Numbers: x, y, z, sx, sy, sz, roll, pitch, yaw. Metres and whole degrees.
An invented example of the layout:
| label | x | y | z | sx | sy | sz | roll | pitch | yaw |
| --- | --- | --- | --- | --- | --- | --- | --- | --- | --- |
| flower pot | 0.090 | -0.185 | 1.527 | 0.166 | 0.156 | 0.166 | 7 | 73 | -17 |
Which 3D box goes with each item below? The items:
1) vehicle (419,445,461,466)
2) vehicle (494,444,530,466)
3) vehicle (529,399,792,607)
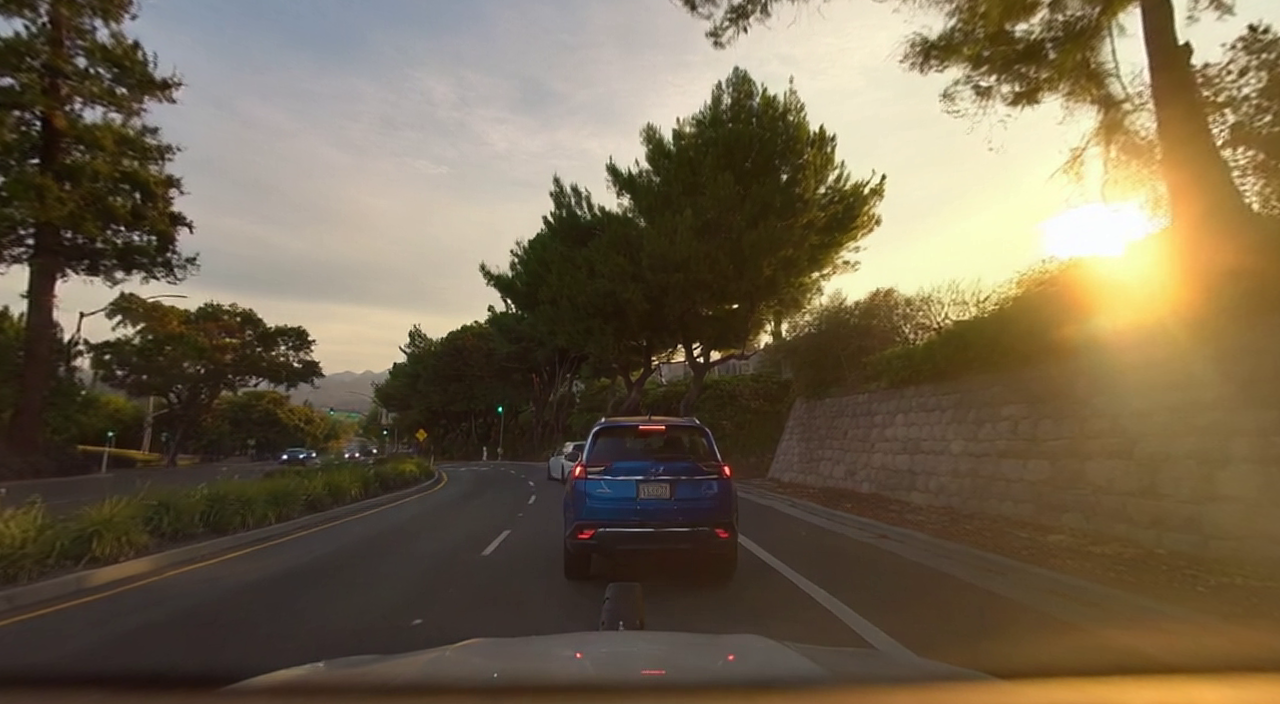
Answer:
| label | x | y | z | sx | sy | sz | roll | pitch | yaw |
| --- | --- | --- | --- | --- | --- | --- | --- | --- | --- |
| vehicle | -15.338 | 7.879 | 48.228 | 2.023 | 1.474 | 4.286 | 5 | -10 | -31 |
| vehicle | -9.505 | 7.549 | 46.556 | 1.837 | 1.483 | 4.559 | 3 | -9 | -21 |
| vehicle | -0.002 | 1.610 | 7.683 | 2.287 | 1.762 | 4.269 | 1 | -8 | -5 |
